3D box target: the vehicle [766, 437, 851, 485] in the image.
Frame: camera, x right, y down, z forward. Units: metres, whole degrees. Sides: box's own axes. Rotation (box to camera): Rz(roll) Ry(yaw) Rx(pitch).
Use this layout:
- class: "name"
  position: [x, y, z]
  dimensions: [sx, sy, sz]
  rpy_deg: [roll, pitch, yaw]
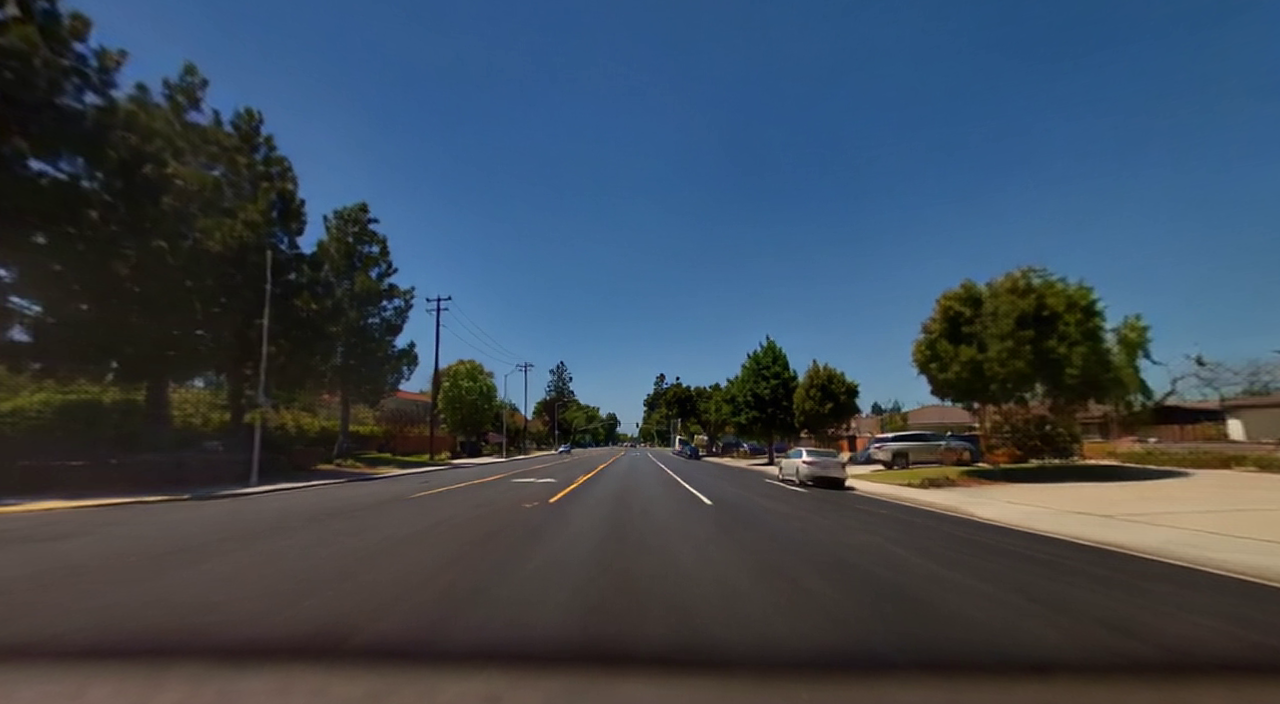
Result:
- class: "vehicle"
  position: [6.700, 4.387, 25.711]
  dimensions: [2.043, 1.747, 4.680]
  rpy_deg: [0, -8, -2]

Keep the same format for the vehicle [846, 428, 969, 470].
- class: "vehicle"
  position: [12.955, 4.745, 30.896]
  dimensions: [5.037, 1.925, 2.021]
  rpy_deg: [-1, -8, 4]
